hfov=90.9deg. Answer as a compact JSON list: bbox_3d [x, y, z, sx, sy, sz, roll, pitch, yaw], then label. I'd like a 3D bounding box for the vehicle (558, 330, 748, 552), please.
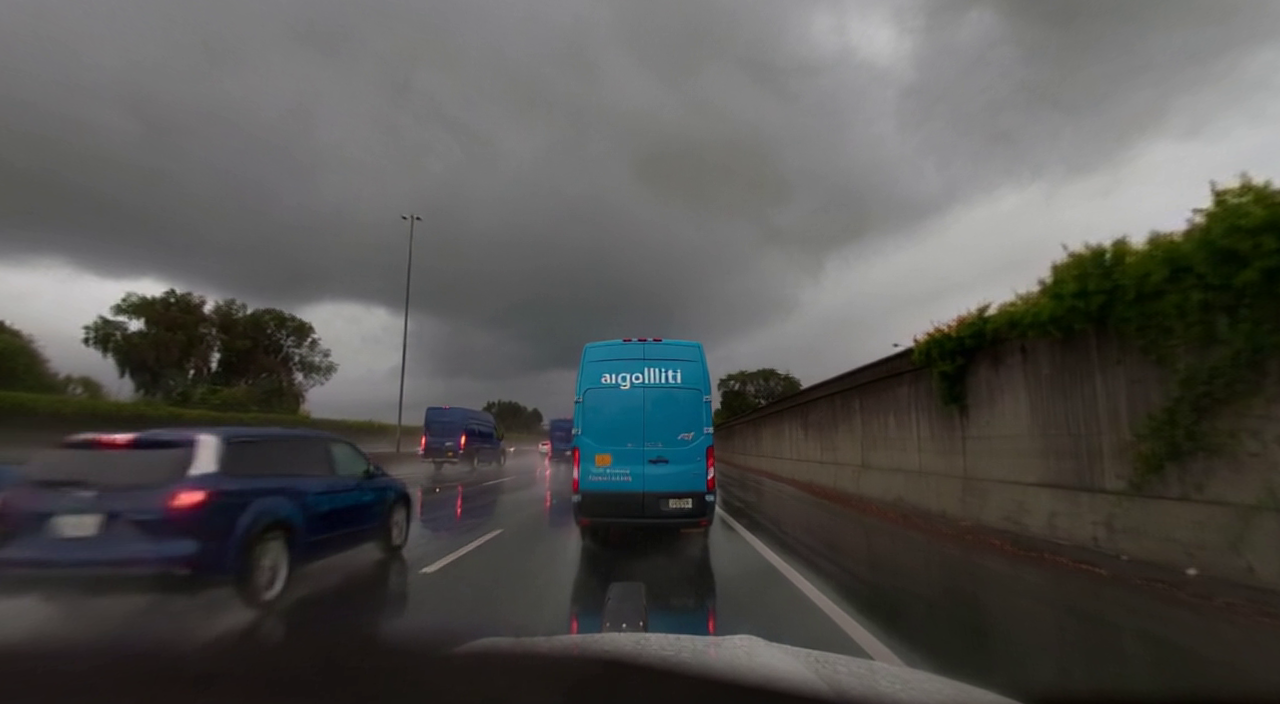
[{"bbox_3d":[0.222,1.550,11.040,2.316,2.738,6.398,0,-8,1],"label":"vehicle"}]

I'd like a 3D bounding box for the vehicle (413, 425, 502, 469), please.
[{"bbox_3d":[-9.556,5.075,33.736,2.566,2.158,5.957,-1,-8,4],"label":"vehicle"}]

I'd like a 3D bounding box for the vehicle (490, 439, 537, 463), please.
[{"bbox_3d":[-9.138,7.159,45.840,1.934,1.567,4.536,-1,-7,7],"label":"vehicle"}]

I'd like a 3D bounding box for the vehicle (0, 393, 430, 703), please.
[{"bbox_3d":[-3.804,1.329,5.540,2.212,1.551,4.658,0,-8,1],"label":"vehicle"}]
